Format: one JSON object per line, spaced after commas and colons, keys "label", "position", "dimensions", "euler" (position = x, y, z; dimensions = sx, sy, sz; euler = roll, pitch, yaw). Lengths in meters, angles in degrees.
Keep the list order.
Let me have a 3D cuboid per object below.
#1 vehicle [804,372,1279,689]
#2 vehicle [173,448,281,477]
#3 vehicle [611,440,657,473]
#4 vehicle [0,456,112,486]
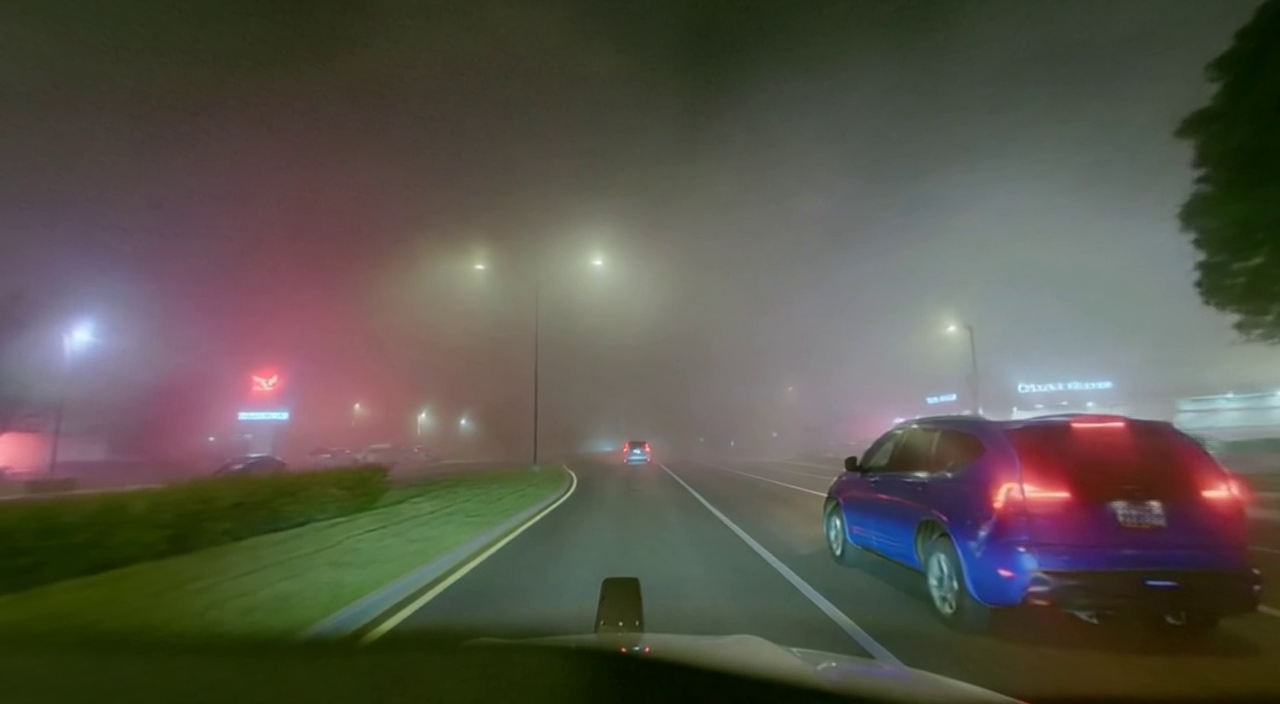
{"label": "vehicle", "position": [3.192, 1.279, 5.697], "dimensions": [2.110, 1.698, 4.397], "euler": [0, -8, -2]}
{"label": "vehicle", "position": [-22.955, 6.119, 35.197], "dimensions": [4.625, 1.516, 2.007], "euler": [0, -8, 2]}
{"label": "vehicle", "position": [-0.299, 5.131, 31.279], "dimensions": [2.126, 1.475, 3.967], "euler": [0, -8, -1]}
{"label": "vehicle", "position": [-31.932, 6.404, 34.127], "dimensions": [4.741, 1.442, 1.957], "euler": [3, -9, -23]}
